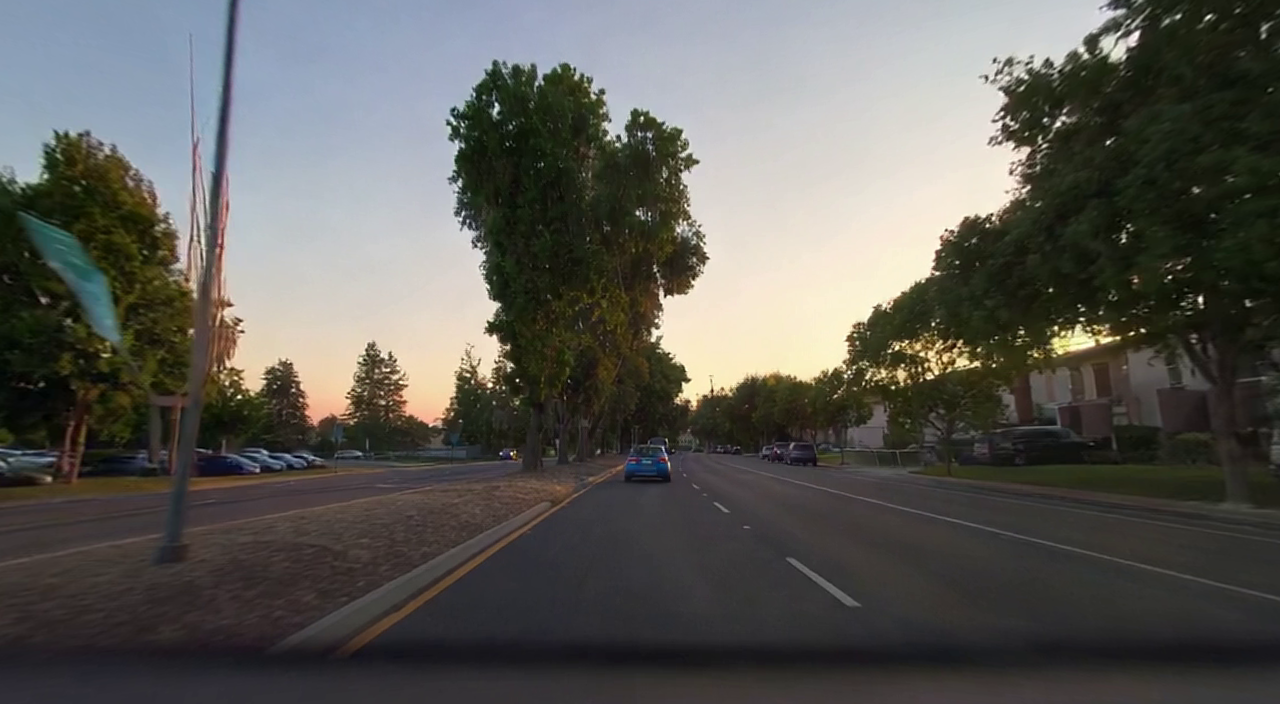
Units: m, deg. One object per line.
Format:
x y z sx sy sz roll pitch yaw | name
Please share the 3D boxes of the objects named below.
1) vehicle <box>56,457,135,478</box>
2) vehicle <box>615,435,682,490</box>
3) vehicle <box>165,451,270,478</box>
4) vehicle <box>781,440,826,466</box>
-41.767 8.828 48.559 4.109 1.496 1.929 1 -9 -9 | vehicle
0.301 3.750 21.796 2.085 1.693 4.301 0 -8 1 | vehicle
-23.792 6.349 35.719 4.490 1.407 1.864 1 -8 -5 | vehicle
12.306 7.667 48.009 2.139 1.849 5.246 0 -8 2 | vehicle
